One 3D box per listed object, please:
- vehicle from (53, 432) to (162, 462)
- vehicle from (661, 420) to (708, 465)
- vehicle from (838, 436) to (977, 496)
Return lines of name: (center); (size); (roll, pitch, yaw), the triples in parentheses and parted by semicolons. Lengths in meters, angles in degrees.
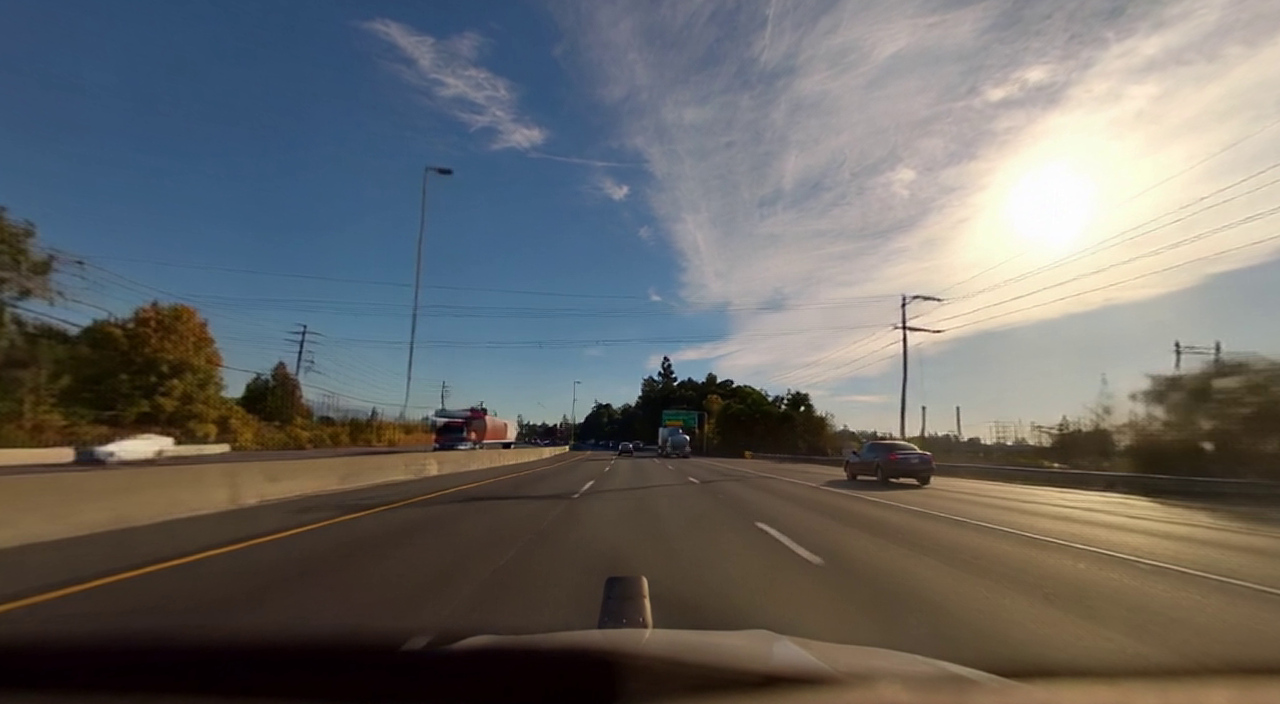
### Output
vehicle: (-28.596, 5.139, 34.089); (2.081, 1.495, 4.420); (0, -8, -1)
vehicle: (3.293, 6.972, 48.586); (2.791, 3.179, 8.074); (0, -8, -2)
vehicle: (7.480, 3.209, 18.232); (1.905, 1.480, 4.624); (0, -8, -1)
